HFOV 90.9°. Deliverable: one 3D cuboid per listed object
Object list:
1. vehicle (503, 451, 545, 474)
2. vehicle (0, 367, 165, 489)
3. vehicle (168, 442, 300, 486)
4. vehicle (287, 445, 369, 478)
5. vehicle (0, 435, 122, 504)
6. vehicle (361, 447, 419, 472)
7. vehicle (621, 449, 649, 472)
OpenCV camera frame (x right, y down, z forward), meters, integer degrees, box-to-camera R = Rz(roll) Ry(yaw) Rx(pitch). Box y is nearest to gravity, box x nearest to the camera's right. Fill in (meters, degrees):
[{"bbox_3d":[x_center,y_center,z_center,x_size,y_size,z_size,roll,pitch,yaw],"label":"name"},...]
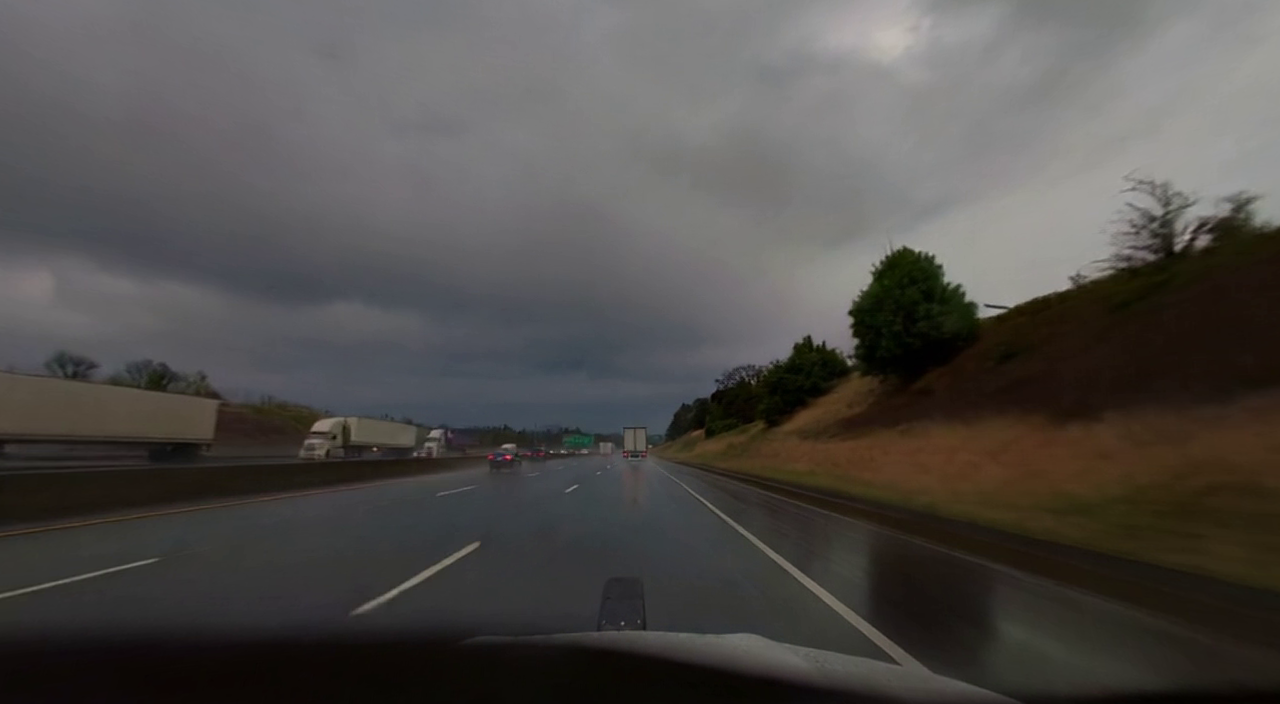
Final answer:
[{"bbox_3d":[-7.594,7.257,41.606,1.895,1.446,4.456,0,-9,0],"label":"vehicle"},{"bbox_3d":[-19.480,2.447,19.708,2.935,3.383,7.992,0,-9,0],"label":"vehicle"},{"bbox_3d":[-15.012,4.160,23.673,1.918,1.466,4.632,0,-9,-1],"label":"vehicle"},{"bbox_3d":[-14.856,5.230,30.264,1.851,1.438,4.071,0,-9,-1],"label":"vehicle"},{"bbox_3d":[-14.760,2.660,14.411,2.121,1.452,4.356,0,-9,0],"label":"vehicle"},{"bbox_3d":[-15.027,6.473,38.053,1.837,1.427,4.020,0,-9,0],"label":"vehicle"},{"bbox_3d":[-0.400,8.222,48.072,2.009,1.657,3.962,0,-9,-1],"label":"vehicle"}]
